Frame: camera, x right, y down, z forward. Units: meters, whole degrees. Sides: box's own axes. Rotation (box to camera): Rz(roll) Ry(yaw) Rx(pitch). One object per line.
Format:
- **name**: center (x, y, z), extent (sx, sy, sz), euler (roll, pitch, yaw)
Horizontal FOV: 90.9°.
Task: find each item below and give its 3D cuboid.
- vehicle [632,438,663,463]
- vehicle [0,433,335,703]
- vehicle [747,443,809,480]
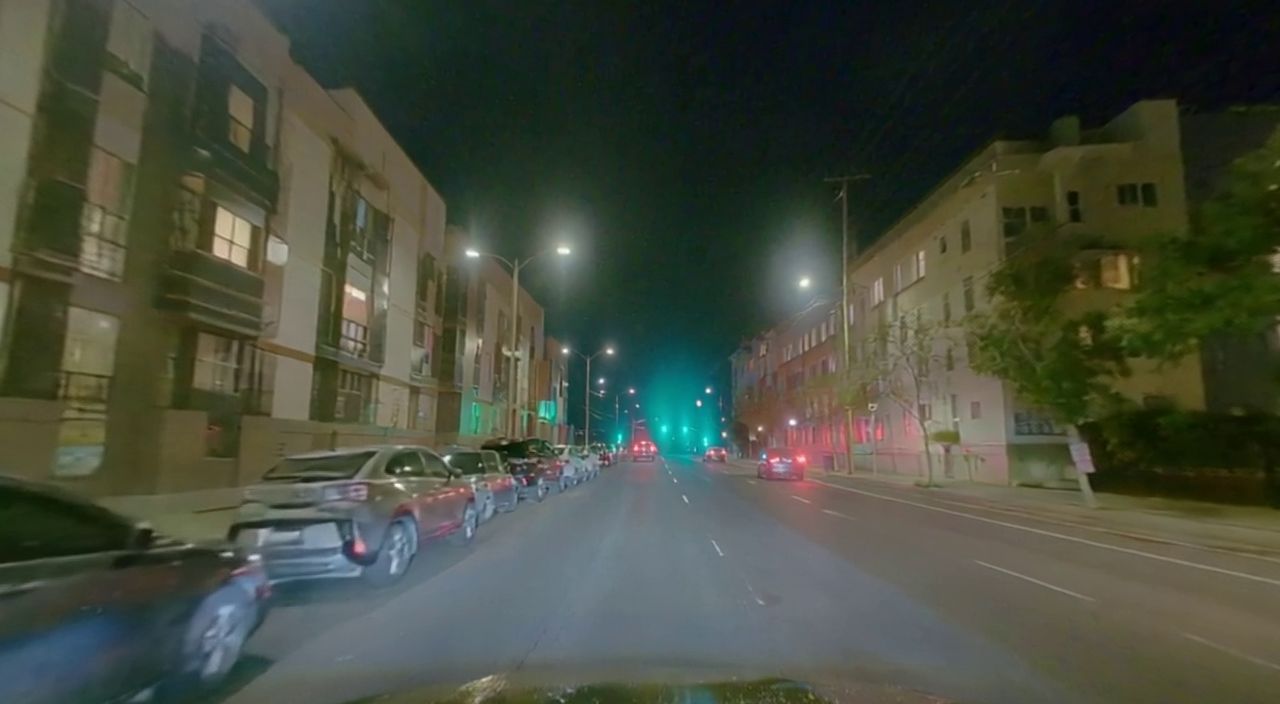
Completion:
- **vehicle**: center (0.585, 6.945, 44.654), extent (2.122, 1.689, 3.885), euler (0, -8, 2)
- **vehicle**: center (-3.200, 1.001, 2.339), extent (1.944, 1.382, 4.165), euler (0, -8, 2)
- **vehicle**: center (5.751, 4.601, 26.703), extent (1.799, 1.463, 3.464), euler (0, -8, -1)
